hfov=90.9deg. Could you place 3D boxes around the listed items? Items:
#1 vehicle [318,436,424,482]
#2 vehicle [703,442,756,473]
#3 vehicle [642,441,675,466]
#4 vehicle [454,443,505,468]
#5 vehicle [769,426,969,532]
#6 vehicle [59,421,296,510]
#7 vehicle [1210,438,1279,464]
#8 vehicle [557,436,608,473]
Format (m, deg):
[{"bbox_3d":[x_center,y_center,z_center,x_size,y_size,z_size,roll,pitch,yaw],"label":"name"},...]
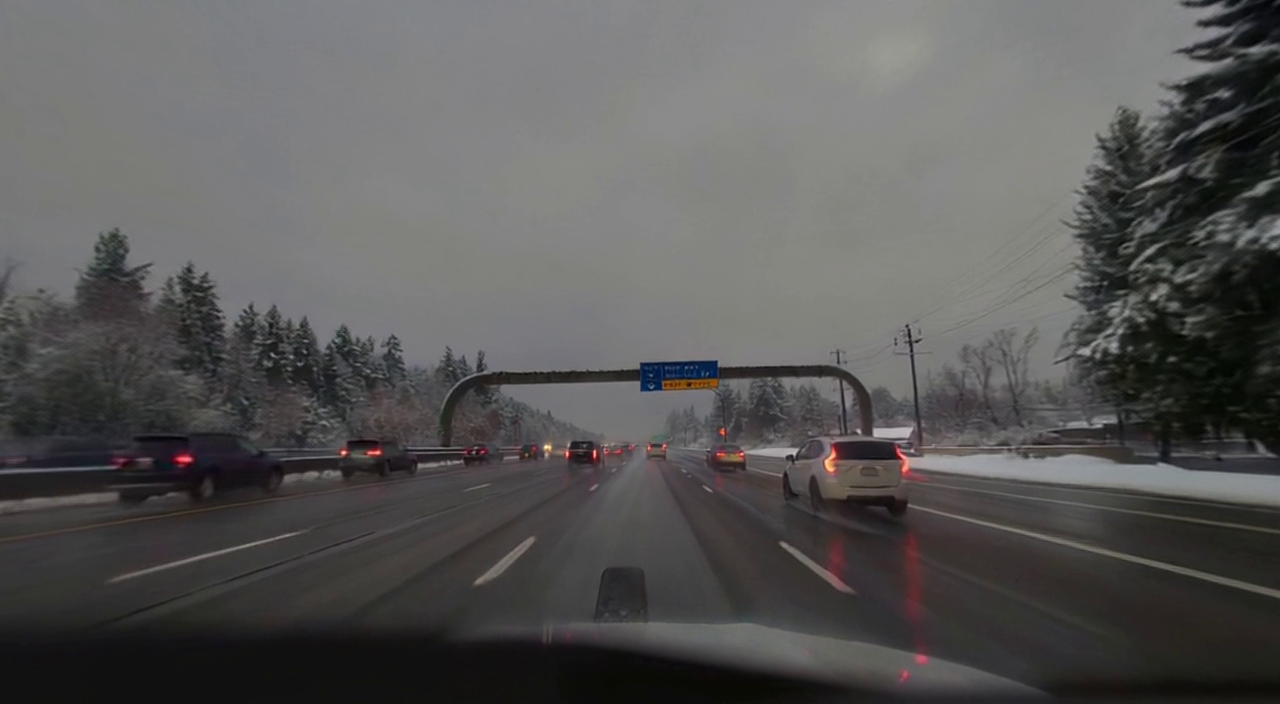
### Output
[{"bbox_3d":[-10.635,4.252,25.388,2.137,1.690,4.630,0,-8,1],"label":"vehicle"},{"bbox_3d":[4.530,5.410,32.725,2.022,1.472,4.678,0,-8,0],"label":"vehicle"},{"bbox_3d":[1.234,7.012,43.779,2.220,1.575,4.332,0,-8,0],"label":"vehicle"},{"bbox_3d":[-10.268,6.635,40.705,1.926,1.479,4.688,0,-8,1],"label":"vehicle"},{"bbox_3d":[3.916,2.235,11.757,2.036,1.580,4.360,0,-8,-1],"label":"vehicle"},{"bbox_3d":[-10.716,2.656,15.230,2.083,1.776,4.721,0,-8,1],"label":"vehicle"},{"bbox_3d":[36.432,5.830,37.258,3.835,1.440,1.678,0,-8,-1],"label":"vehicle"},{"bbox_3d":[-2.949,5.397,33.367,2.133,1.775,4.530,0,-8,1],"label":"vehicle"}]
